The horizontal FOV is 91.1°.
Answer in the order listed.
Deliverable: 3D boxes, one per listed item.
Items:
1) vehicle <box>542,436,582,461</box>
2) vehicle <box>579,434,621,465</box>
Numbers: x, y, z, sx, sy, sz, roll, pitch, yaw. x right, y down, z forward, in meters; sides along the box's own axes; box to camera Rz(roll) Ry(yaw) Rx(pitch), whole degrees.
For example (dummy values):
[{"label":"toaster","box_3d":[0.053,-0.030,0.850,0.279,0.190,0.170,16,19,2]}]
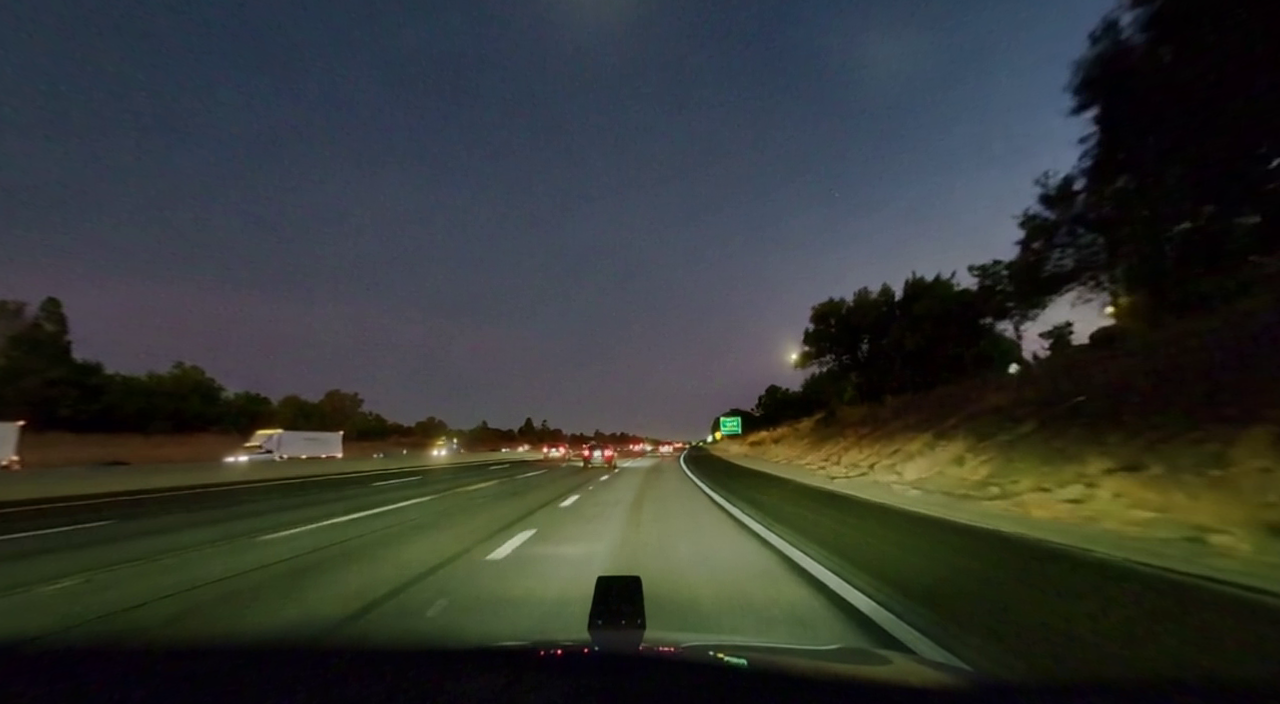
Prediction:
[{"label":"vehicle","box_3d":[-5.740,7.160,46.633,2.078,1.729,4.722,0,-9,3]},{"label":"vehicle","box_3d":[-2.401,5.963,38.548,2.194,1.766,3.720,0,-9,3]}]
